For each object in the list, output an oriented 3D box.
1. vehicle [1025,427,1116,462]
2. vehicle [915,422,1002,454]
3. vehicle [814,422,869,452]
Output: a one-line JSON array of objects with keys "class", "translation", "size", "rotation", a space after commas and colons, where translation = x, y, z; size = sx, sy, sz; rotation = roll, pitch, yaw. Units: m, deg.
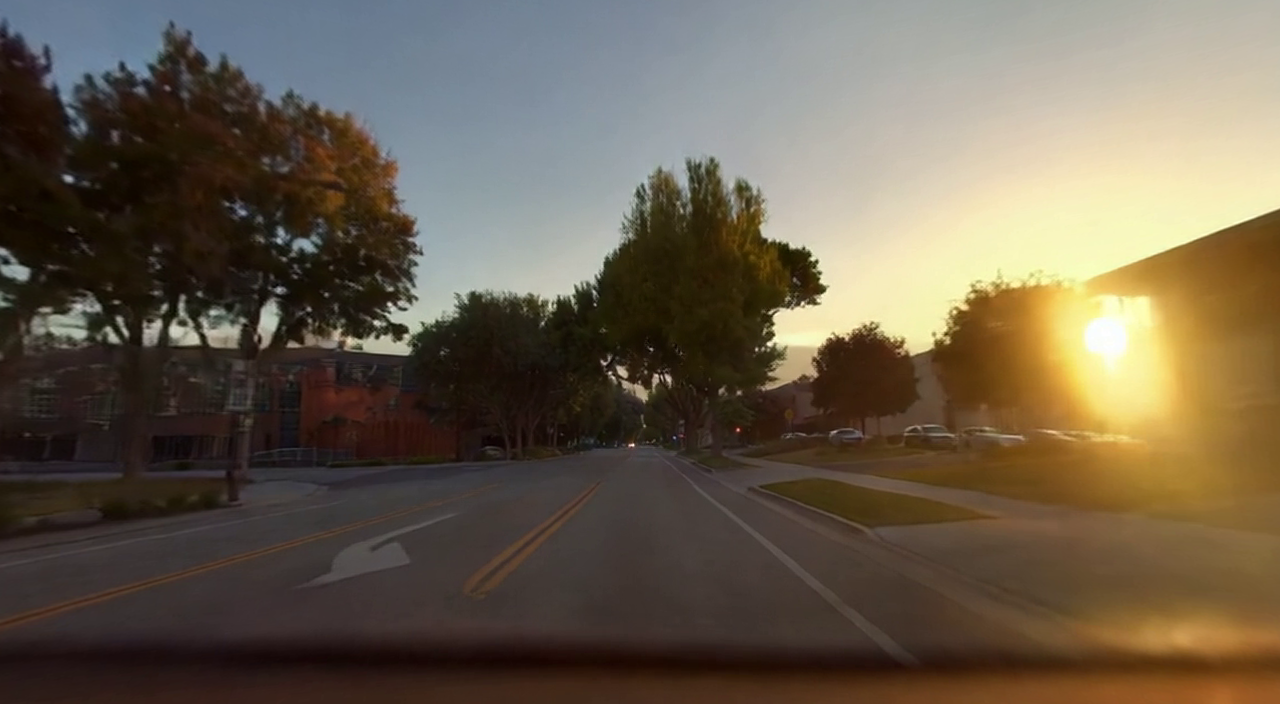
[{"class": "vehicle", "translation": [20.691, 4.465, 30.504], "size": [1.766, 1.560, 3.695], "rotation": [0, -8, 0]}, {"class": "vehicle", "translation": [15.307, 4.193, 30.568], "size": [1.866, 1.420, 4.447], "rotation": [0, -9, 0]}, {"class": "vehicle", "translation": [11.891, 5.099, 37.531], "size": [2.036, 1.636, 4.995], "rotation": [0, -8, 5]}]
